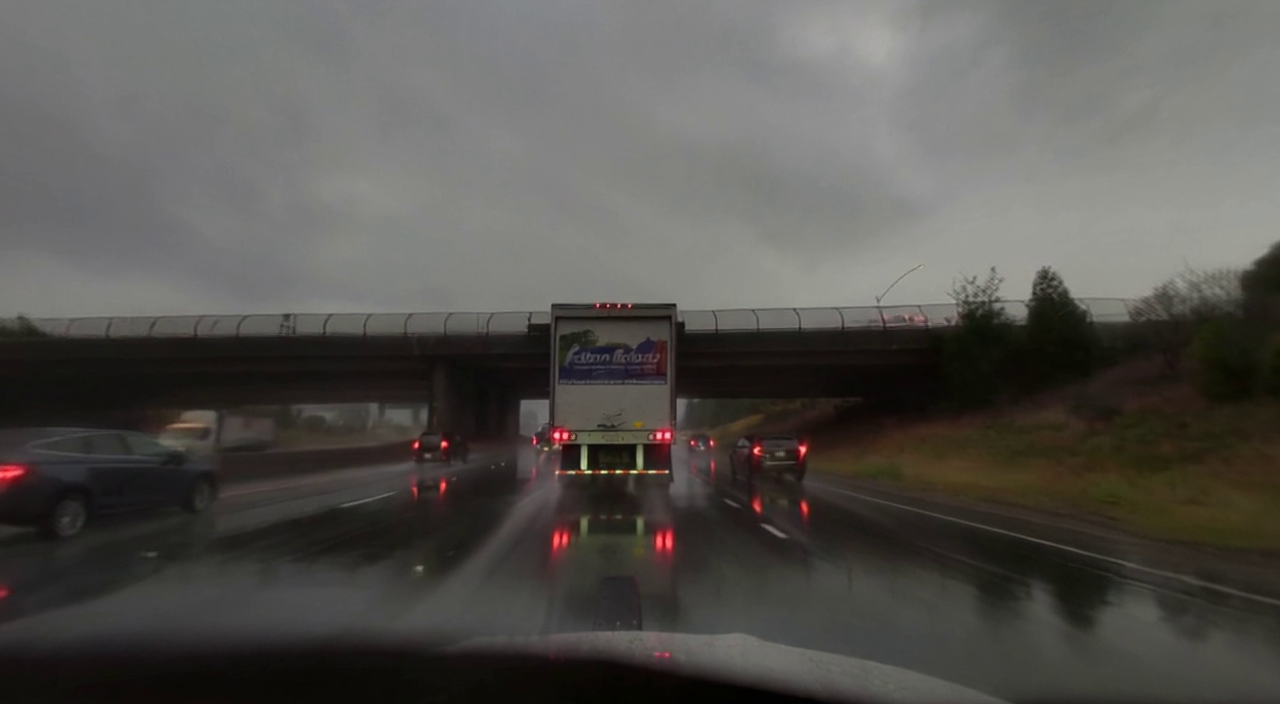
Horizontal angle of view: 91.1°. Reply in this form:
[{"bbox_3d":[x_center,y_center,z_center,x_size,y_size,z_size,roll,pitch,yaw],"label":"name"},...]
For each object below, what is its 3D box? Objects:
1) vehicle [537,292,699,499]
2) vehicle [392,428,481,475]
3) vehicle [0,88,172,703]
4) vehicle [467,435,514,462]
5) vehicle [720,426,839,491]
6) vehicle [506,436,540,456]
[{"bbox_3d":[-0.596,1.434,16.463,2.911,3.787,9.905,0,-8,-2],"label":"vehicle"},{"bbox_3d":[-7.989,3.939,25.216,2.057,1.698,4.550,0,-8,0],"label":"vehicle"},{"bbox_3d":[-3.636,0.072,0.206,2.660,2.637,5.634,0,-8,-2],"label":"vehicle"},{"bbox_3d":[-8.772,5.677,37.143,1.845,1.488,3.656,0,-8,0],"label":"vehicle"},{"bbox_3d":[3.565,2.807,17.045,2.003,1.519,4.580,0,-8,-3],"label":"vehicle"},{"bbox_3d":[-8.988,7.262,48.642,1.928,1.474,3.588,0,-8,0],"label":"vehicle"}]
